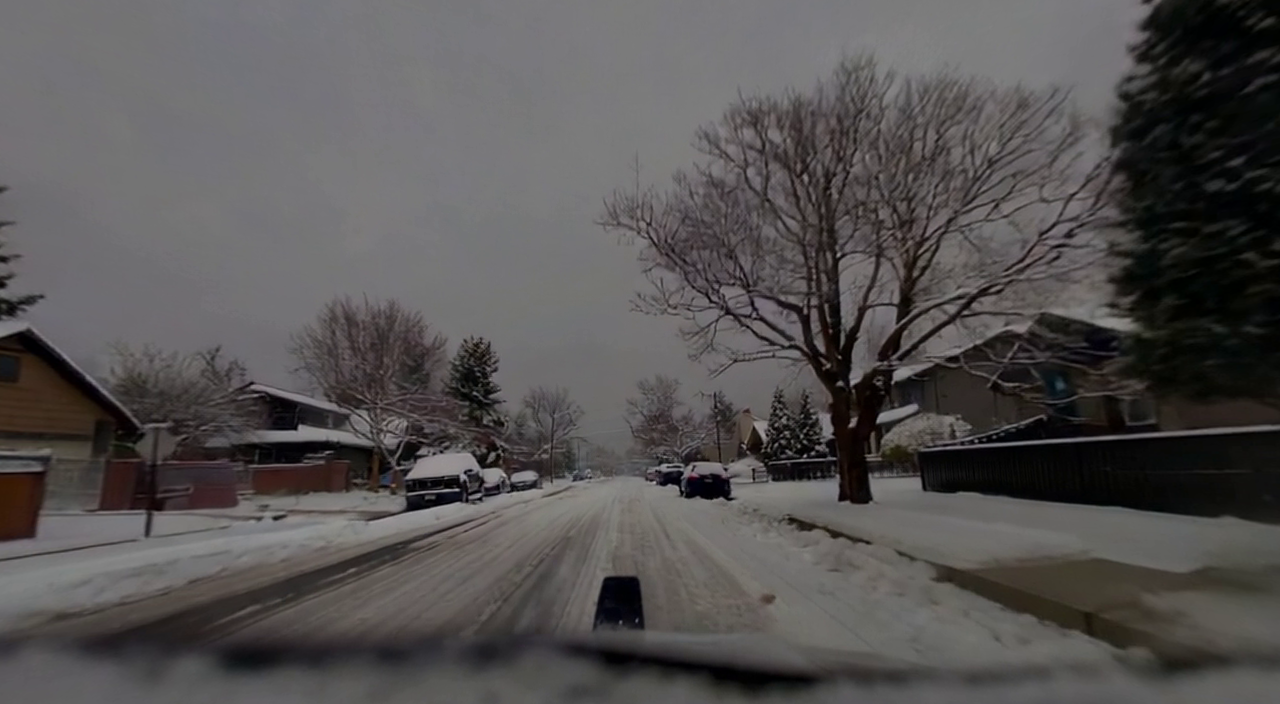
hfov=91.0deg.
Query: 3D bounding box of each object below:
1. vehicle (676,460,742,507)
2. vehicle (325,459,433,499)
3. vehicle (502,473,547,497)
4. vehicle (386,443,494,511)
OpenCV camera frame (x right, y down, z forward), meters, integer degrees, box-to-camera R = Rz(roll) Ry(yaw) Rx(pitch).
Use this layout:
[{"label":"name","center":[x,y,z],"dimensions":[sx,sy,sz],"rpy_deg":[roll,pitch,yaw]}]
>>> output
[{"label":"vehicle","center":[2.717,5.336,25.932],"dimensions":[2.050,1.598,4.590],"rpy_deg":[0,-8,-2]},{"label":"vehicle","center":[-14.184,6.928,34.487],"dimensions":[4.891,2.023,2.200],"rpy_deg":[0,-8,1]},{"label":"vehicle","center":[-7.688,8.957,42.323],"dimensions":[2.071,1.481,4.425],"rpy_deg":[0,-12,1]},{"label":"vehicle","center":[-7.359,4.894,23.960],"dimensions":[2.408,2.201,5.646],"rpy_deg":[-1,-14,-2]}]
